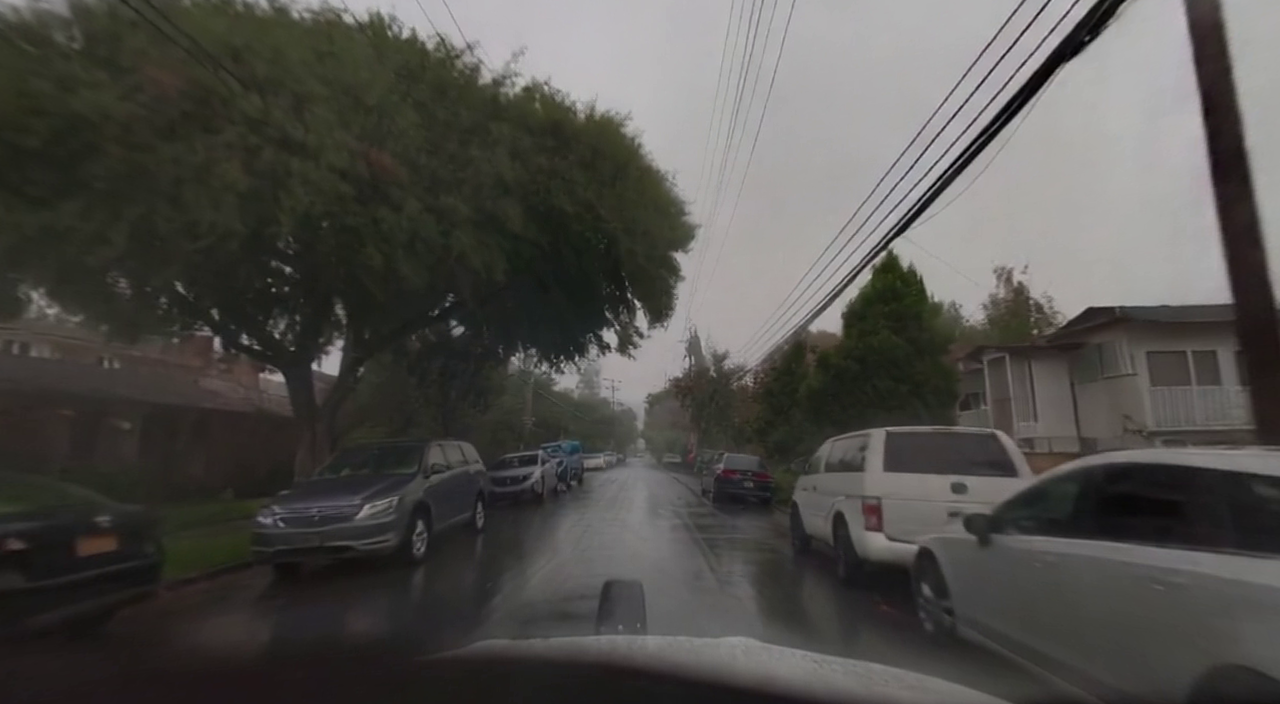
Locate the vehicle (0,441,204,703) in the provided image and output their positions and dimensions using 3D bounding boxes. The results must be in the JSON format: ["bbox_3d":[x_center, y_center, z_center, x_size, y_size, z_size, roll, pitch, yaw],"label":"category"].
[{"bbox_3d":[-6.137,1.384,4.280,4.816,1.519,1.920,0,-9,-4],"label":"vehicle"}]

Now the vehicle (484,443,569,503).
[{"bbox_3d":[-3.699,4.019,21.490,2.014,1.780,4.757,0,-8,0],"label":"vehicle"}]

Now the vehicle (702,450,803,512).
[{"bbox_3d":[3.007,3.547,17.949,1.952,1.469,4.776,0,-8,0],"label":"vehicle"}]

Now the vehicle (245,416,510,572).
[{"bbox_3d":[-3.859,2.180,10.634,2.280,1.953,5.092,0,-8,0],"label":"vehicle"}]

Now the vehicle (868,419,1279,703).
[{"bbox_3d":[2.987,1.184,3.489,1.878,1.491,4.495,0,-8,1],"label":"vehicle"}]
